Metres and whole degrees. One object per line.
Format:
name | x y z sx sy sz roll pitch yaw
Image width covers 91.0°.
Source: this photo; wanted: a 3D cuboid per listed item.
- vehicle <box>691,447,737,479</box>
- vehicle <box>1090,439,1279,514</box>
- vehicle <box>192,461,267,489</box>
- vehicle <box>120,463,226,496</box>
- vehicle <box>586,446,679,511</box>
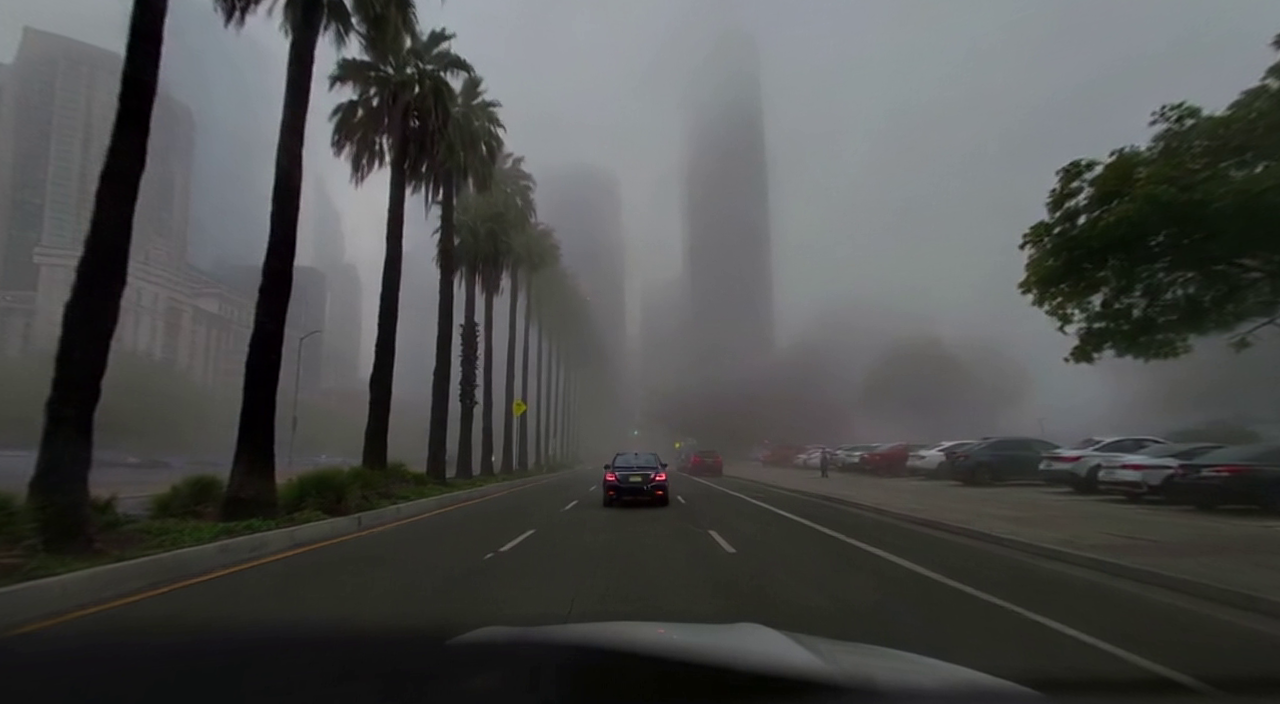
vehicle | 4.338 6.580 37.561 2.136 1.774 4.778 0 -8 0
vehicle | 12.943 2.680 13.867 4.363 1.488 2.248 1 -9 -4
vehicle | -26.580 7.947 40.926 1.913 1.604 4.331 0 -8 0
vehicle | -23.300 6.353 31.641 1.860 1.420 4.472 0 -8 0
vehicle | -0.148 3.332 17.098 2.235 1.528 3.876 0 -8 1
